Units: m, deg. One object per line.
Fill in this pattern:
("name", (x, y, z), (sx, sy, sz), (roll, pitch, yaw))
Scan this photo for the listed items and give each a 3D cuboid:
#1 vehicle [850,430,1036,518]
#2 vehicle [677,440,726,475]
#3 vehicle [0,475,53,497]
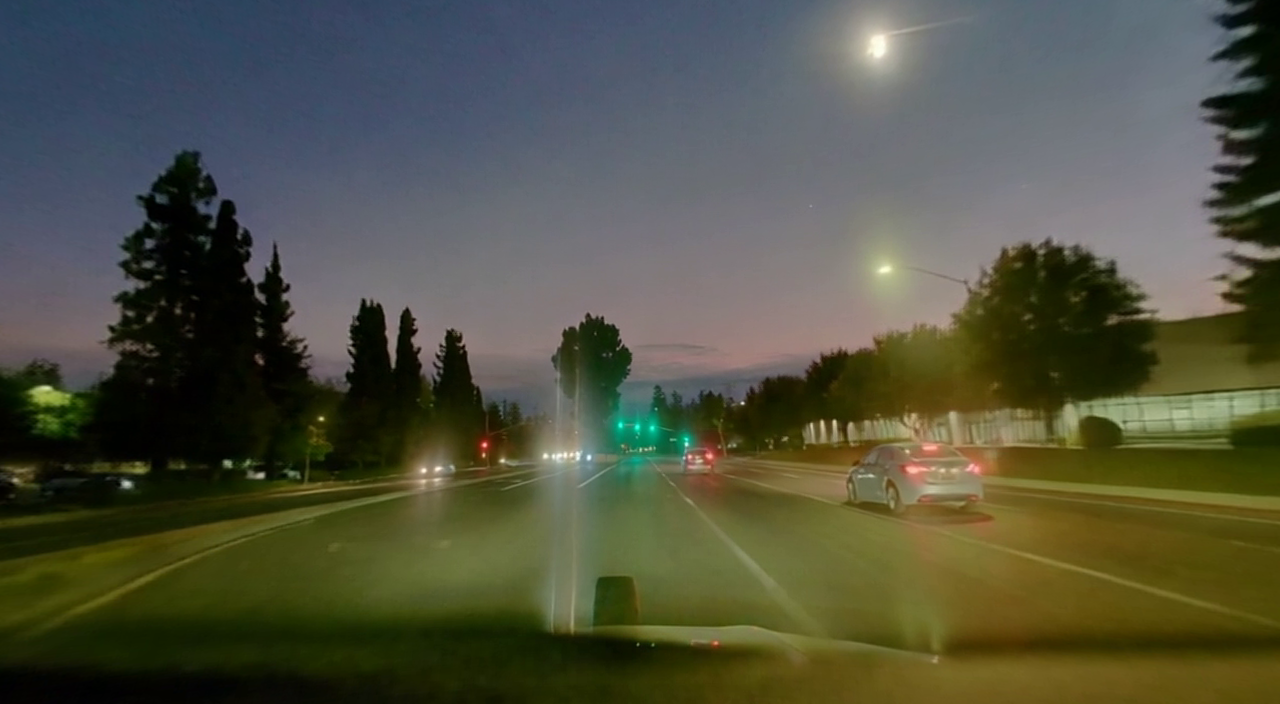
("vehicle", (6.453, 2.642, 14.119), (2.000, 1.618, 4.238), (-1, -9, 0))
("vehicle", (3.257, 5.708, 34.328), (2.095, 1.759, 4.862), (-1, -9, -1))
("vehicle", (-48.331, 10.323, 48.870), (1.754, 1.437, 4.117), (-1, -9, 0))
